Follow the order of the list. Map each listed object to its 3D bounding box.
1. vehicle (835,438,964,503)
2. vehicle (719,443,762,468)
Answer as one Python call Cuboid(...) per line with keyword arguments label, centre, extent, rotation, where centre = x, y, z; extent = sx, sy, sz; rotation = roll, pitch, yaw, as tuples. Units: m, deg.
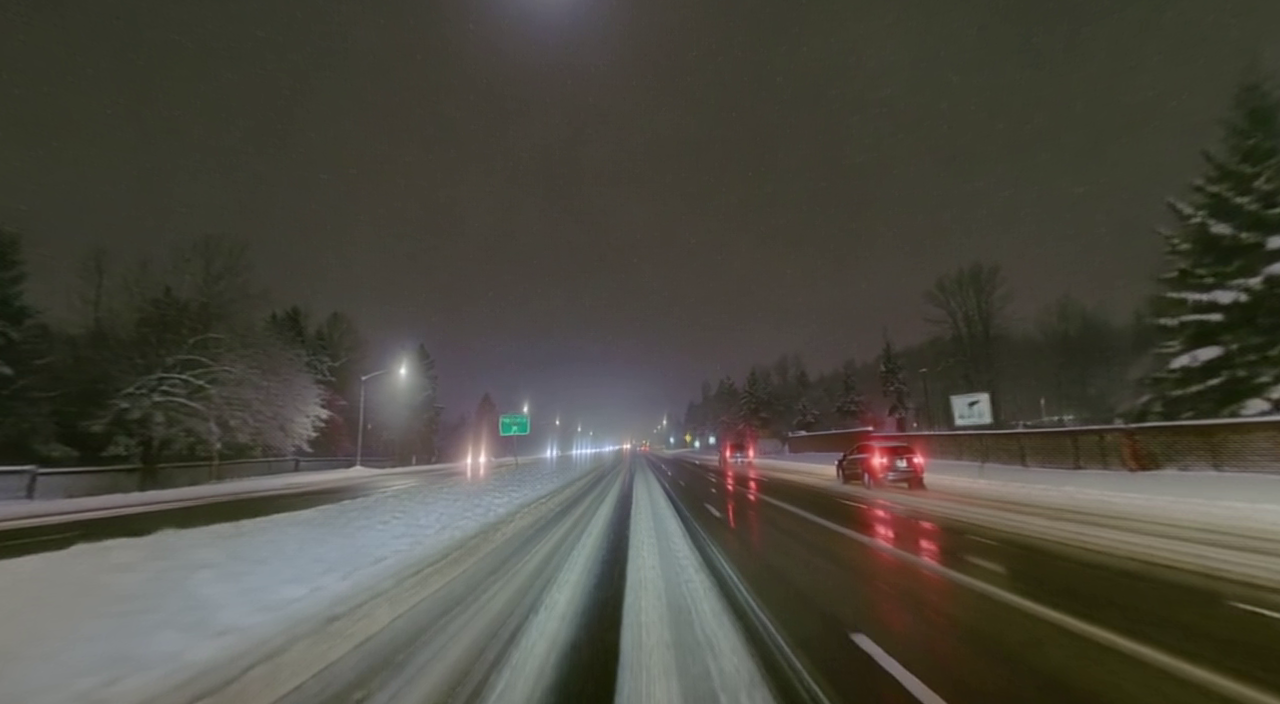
Cuboid(label="vehicle", centre=(6.781, 3.095, 16.952), extent=(1.838, 1.518, 3.713), rotation=(0, -8, 0))
Cuboid(label="vehicle", centre=(6.620, 6.866, 42.086), extent=(1.987, 1.597, 4.463), rotation=(0, -8, -2))
